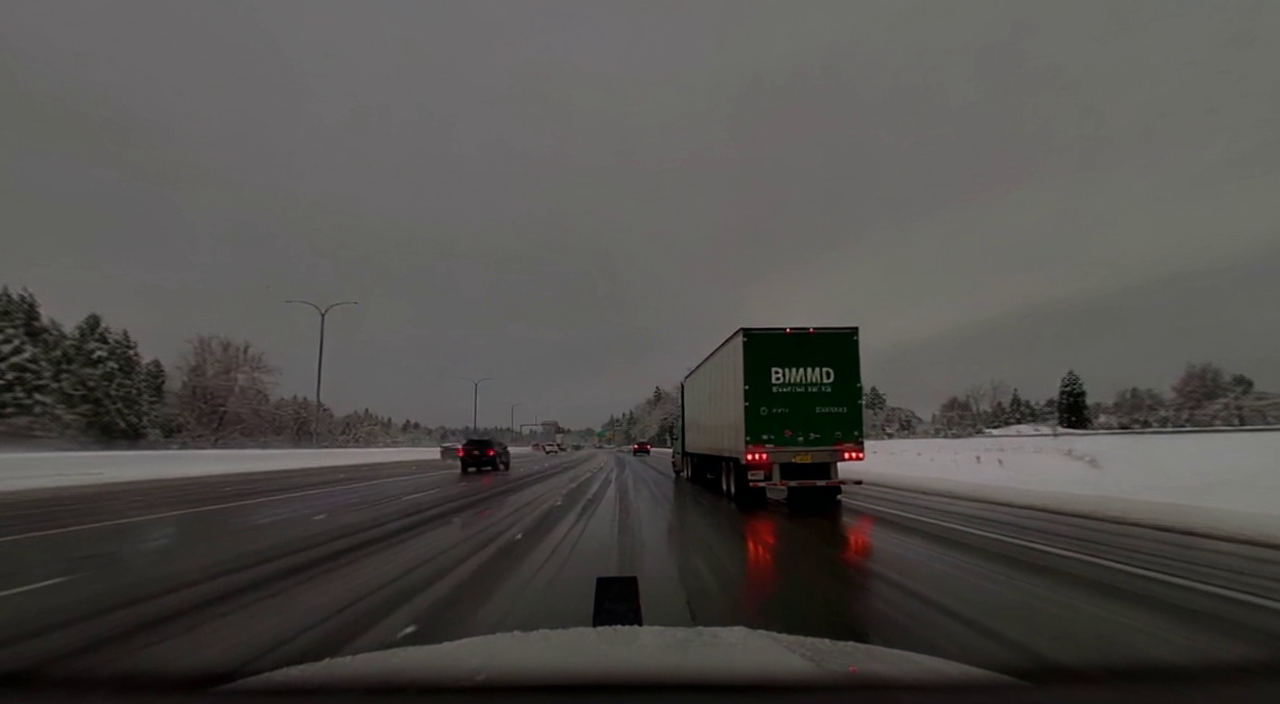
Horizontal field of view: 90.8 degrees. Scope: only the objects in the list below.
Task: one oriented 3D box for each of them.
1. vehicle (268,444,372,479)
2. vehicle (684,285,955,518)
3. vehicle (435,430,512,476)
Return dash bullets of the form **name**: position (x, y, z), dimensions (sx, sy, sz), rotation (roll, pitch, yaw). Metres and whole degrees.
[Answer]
- **vehicle**: position (-14.000, 4.795, 28.040), dimensions (2.067, 1.398, 4.863), rotation (0, -8, 0)
- **vehicle**: position (3.524, 1.885, 18.191), dimensions (2.891, 3.944, 15.051), rotation (0, -8, -2)
- **vehicle**: position (-7.451, 4.580, 28.885), dimensions (2.100, 1.905, 5.119), rotation (0, -8, 0)
